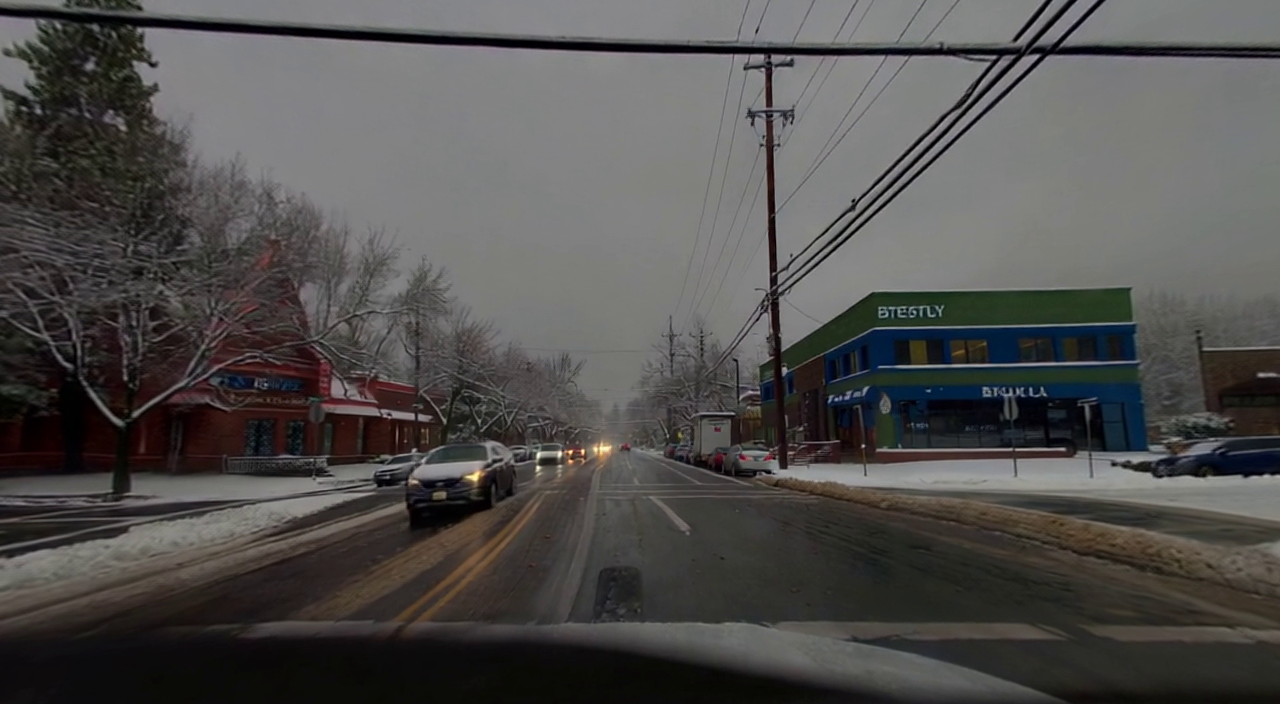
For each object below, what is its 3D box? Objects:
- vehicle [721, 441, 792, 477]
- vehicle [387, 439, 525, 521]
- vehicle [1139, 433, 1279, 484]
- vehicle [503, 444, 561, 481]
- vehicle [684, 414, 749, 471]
[{"bbox_3d":[5.585,5.182,30.863,1.963,1.646,4.204,2,-9,-11],"label":"vehicle"},{"bbox_3d":[-3.836,2.714,13.969,1.914,1.506,4.125,0,-8,-2],"label":"vehicle"},{"bbox_3d":[18.620,3.287,19.677,4.368,1.479,1.985,0,-8,1],"label":"vehicle"},{"bbox_3d":[-4.785,4.957,28.634,2.050,1.505,4.219,0,-8,-2],"label":"vehicle"},{"bbox_3d":[4.594,5.680,39.571,2.815,3.203,7.558,0,-8,-2],"label":"vehicle"}]
